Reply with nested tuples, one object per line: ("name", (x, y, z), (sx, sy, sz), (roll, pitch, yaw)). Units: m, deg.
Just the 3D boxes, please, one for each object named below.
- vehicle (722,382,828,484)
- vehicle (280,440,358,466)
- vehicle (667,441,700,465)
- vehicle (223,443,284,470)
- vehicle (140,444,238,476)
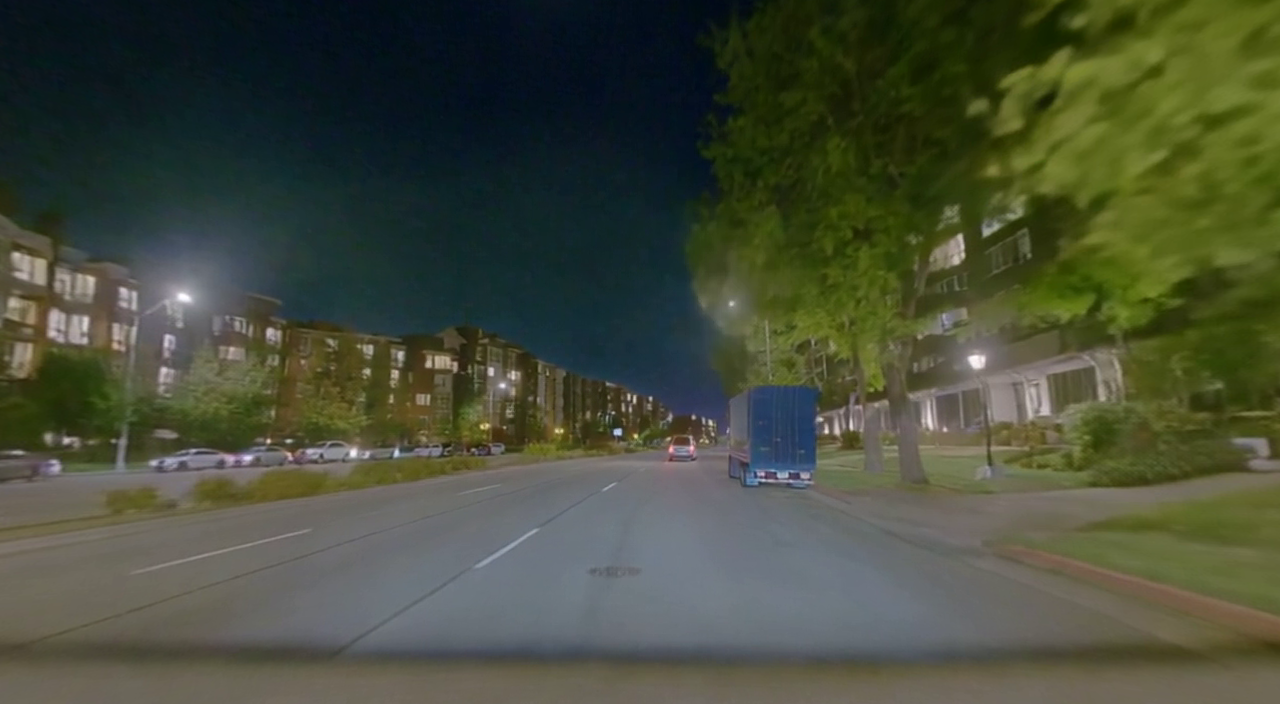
("vehicle", (4.929, 3.251, 24.790), (2.945, 3.277, 8.473), (-1, -8, 5))
("vehicle", (-22.696, 7.161, 44.852), (2.242, 1.693, 5.560), (-2, -9, 6))
("vehicle", (2.690, 6.103, 38.177), (1.871, 1.370, 4.206), (-1, -8, 6))
("vehicle", (-23.460, 6.350, 38.332), (1.659, 1.570, 2.845), (-1, -8, 6))
("vehicle", (-23.724, 5.666, 33.373), (2.015, 1.446, 4.316), (-2, -8, 1))
